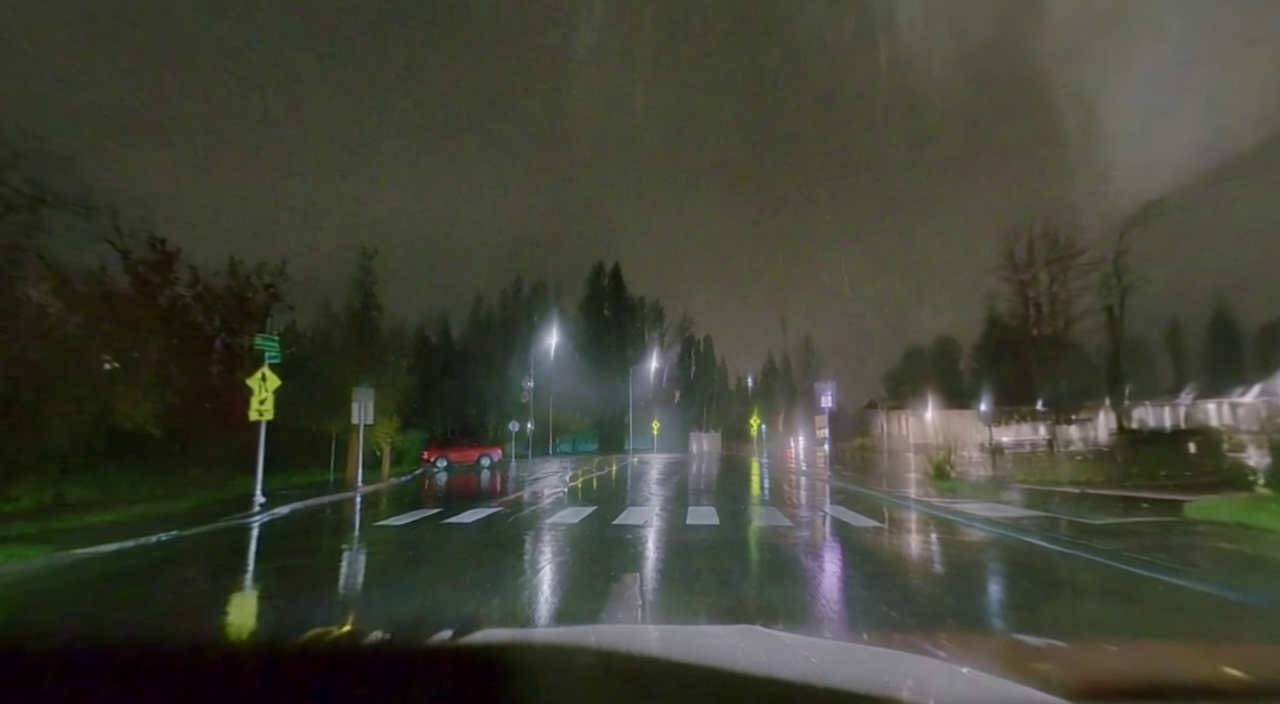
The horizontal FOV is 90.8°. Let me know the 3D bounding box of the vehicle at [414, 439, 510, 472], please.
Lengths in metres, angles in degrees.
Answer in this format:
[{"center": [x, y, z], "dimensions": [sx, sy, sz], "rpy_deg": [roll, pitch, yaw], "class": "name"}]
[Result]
[{"center": [-9.085, 5.265, 32.372], "dimensions": [4.377, 1.596, 1.836], "rpy_deg": [-2, -9, 14], "class": "vehicle"}]
